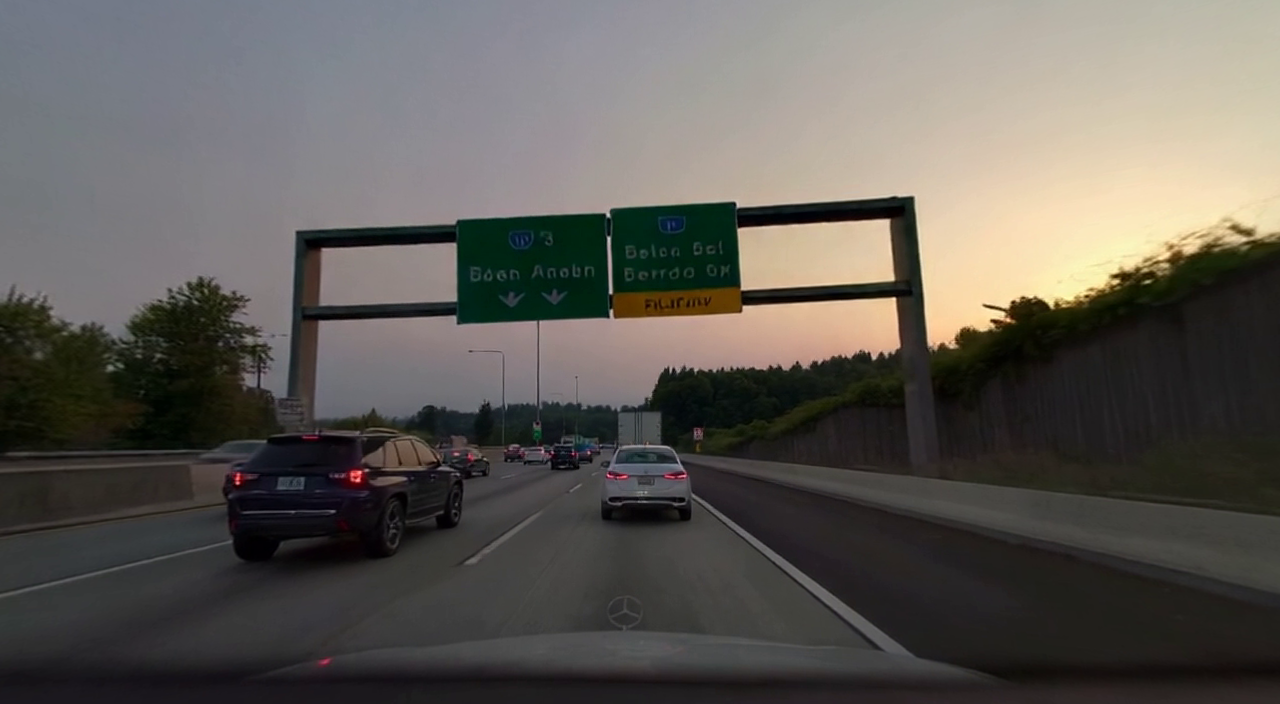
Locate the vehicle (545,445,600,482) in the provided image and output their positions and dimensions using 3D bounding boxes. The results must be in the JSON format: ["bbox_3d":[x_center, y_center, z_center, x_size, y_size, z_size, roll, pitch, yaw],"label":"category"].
[{"bbox_3d":[-2.855,4.804,27.304,1.998,1.466,3.684,0,-9,0],"label":"vehicle"}]

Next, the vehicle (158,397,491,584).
[{"bbox_3d":[-3.691,1.738,8.665,2.051,1.829,4.736,0,-9,1],"label":"vehicle"}]

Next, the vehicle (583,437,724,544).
[{"bbox_3d":[0.188,2.231,10.669,1.995,1.495,3.380,0,-9,0],"label":"vehicle"}]
